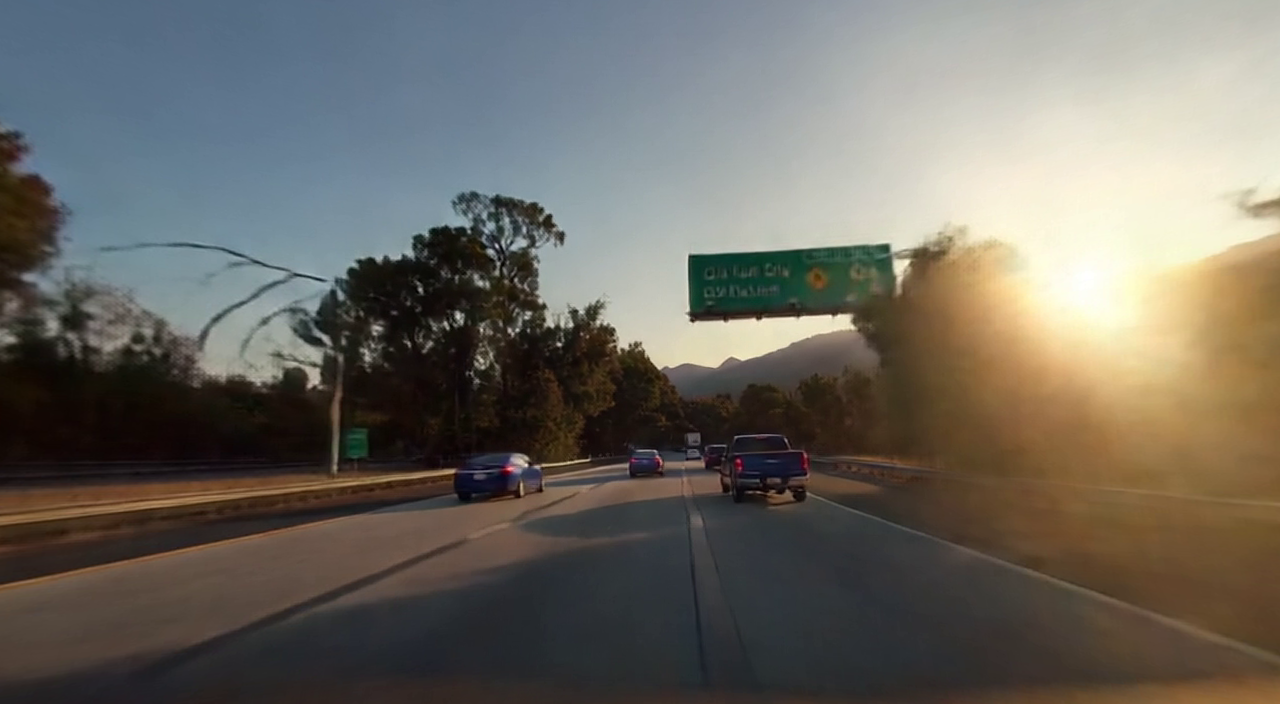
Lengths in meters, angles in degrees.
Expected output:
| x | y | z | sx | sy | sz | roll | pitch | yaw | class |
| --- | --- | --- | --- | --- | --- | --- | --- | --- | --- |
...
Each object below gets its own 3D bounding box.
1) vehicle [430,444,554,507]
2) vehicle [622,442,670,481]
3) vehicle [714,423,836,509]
| x | y | z | sx | sy | sz | roll | pitch | yaw | class |
| --- | --- | --- | --- | --- | --- | --- | --- | --- | --- |
| -4.018 | 3.423 | 18.031 | 2.109 | 1.530 | 4.646 | -1 | -9 | 4 | vehicle |
| 0.337 | 4.894 | 28.533 | 1.959 | 1.604 | 4.065 | -1 | -8 | 3 | vehicle |
| 3.255 | 2.891 | 16.502 | 2.229 | 1.837 | 5.387 | -1 | -8 | 3 | vehicle |
